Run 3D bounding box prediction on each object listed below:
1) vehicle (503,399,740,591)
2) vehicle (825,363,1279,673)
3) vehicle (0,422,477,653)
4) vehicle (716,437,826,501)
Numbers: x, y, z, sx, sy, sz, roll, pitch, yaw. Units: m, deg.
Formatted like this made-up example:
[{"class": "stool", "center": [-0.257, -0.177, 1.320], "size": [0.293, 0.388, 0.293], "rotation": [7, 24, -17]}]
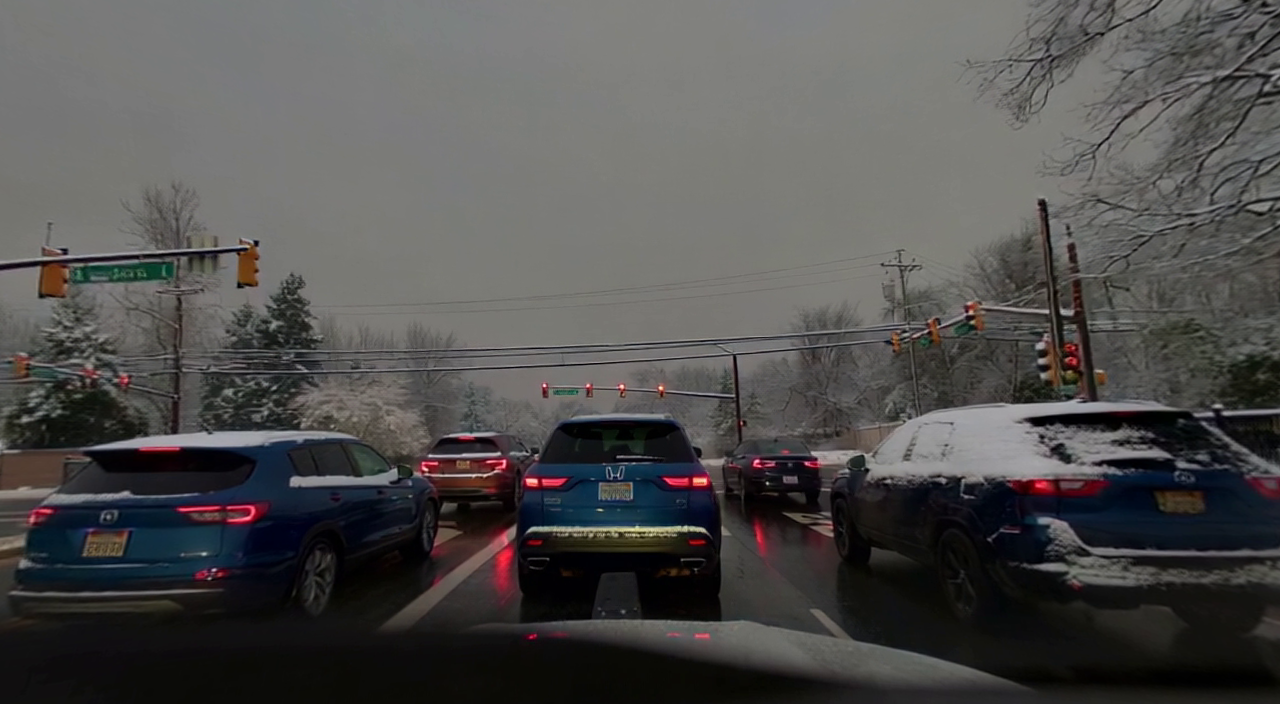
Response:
[{"class": "vehicle", "center": [-0.136, 1.590, 7.778], "size": [2.111, 1.712, 4.078], "rotation": [0, -9, 1]}, {"class": "vehicle", "center": [3.518, 1.301, 6.040], "size": [1.999, 1.789, 4.583], "rotation": [0, -9, -1]}, {"class": "vehicle", "center": [-3.191, 1.533, 6.358], "size": [1.881, 1.466, 4.484], "rotation": [0, -9, 0]}, {"class": "vehicle", "center": [3.357, 3.086, 17.096], "size": [1.949, 1.479, 4.489], "rotation": [0, -9, -1]}]
